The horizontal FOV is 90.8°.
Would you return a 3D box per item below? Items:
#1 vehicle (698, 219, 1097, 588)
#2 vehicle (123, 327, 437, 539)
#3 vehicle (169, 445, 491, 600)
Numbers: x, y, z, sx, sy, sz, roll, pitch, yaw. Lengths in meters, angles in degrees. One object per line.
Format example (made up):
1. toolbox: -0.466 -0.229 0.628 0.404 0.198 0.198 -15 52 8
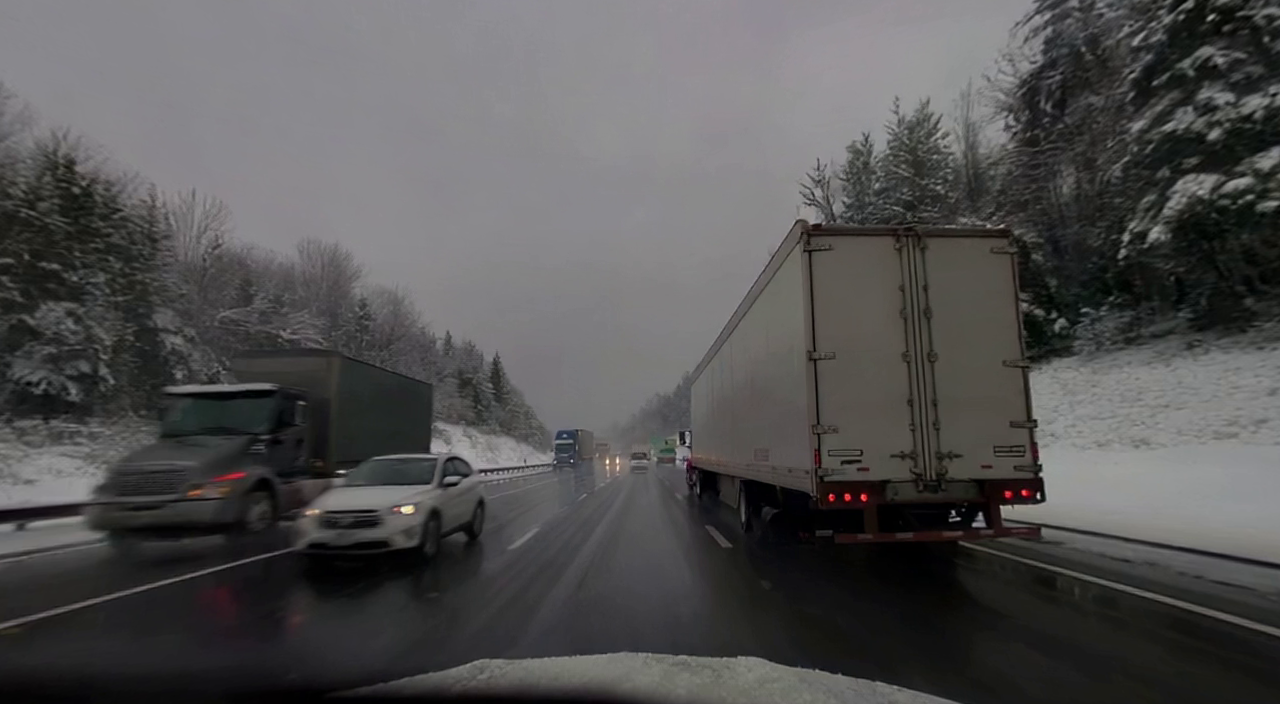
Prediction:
1. vehicle: 3.376 1.552 13.884 2.845 4.071 14.008 0 -9 0
2. vehicle: -6.847 1.780 13.586 2.600 3.374 6.892 0 -8 0
3. vehicle: -3.490 1.970 8.210 1.982 1.462 4.171 0 -9 1
